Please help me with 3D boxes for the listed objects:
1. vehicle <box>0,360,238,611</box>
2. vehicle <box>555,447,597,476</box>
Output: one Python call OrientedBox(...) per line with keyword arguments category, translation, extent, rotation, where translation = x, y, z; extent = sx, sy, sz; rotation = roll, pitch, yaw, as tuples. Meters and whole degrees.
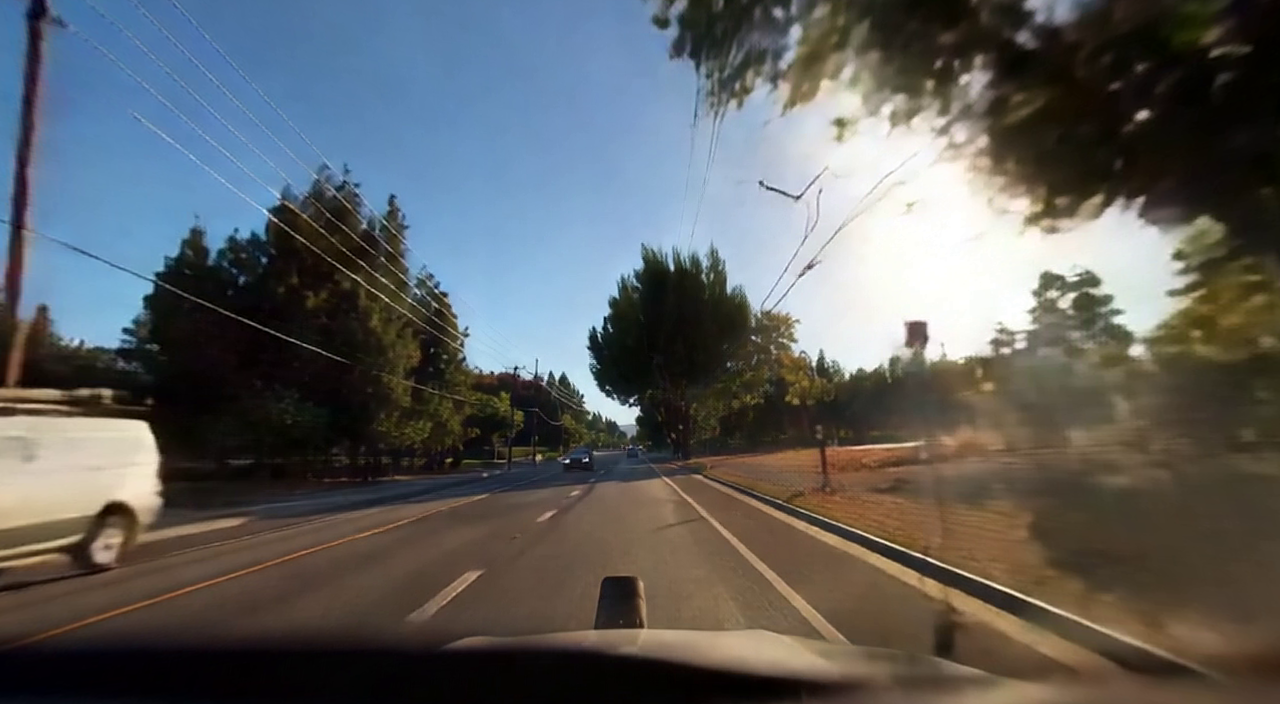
OrientedBox(category="vehicle", translation=(-8.094, 1.575, 7.637), extent=(2.351, 2.696, 6.106), rotation=(-1, -8, 1))
OrientedBox(category="vehicle", translation=(-3.858, 6.715, 39.003), extent=(2.086, 1.608, 4.649), rotation=(-1, -9, 0))
